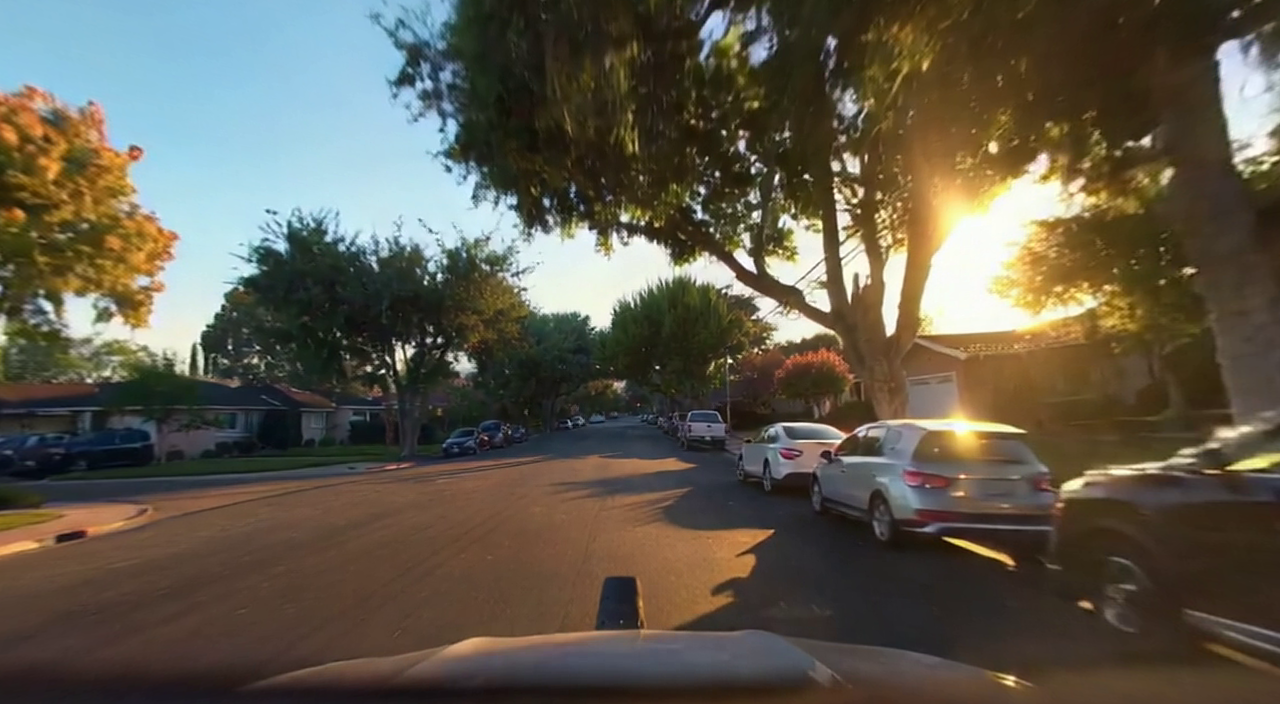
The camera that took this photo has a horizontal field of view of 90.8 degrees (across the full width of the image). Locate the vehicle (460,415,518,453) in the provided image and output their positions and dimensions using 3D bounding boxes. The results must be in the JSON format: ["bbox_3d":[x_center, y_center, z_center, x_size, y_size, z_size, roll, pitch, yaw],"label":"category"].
[{"bbox_3d":[-8.641,4.746,36.583,2.163,1.841,4.679,-6,-7,-1],"label":"vehicle"}]

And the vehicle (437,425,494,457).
[{"bbox_3d":[-8.489,4.371,31.018,1.821,1.476,4.060,0,-8,-3],"label":"vehicle"}]

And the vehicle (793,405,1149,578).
[{"bbox_3d":[3.668,1.615,8.165,2.047,1.598,4.321,0,-8,-3],"label":"vehicle"}]

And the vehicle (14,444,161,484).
[{"bbox_3d":[-22.641,4.556,26.133,1.813,1.499,4.321,-1,-8,8],"label":"vehicle"}]

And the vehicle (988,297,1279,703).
[{"bbox_3d":[3.666,0.655,2.077,2.208,1.863,4.799,0,-8,-1],"label":"vehicle"}]

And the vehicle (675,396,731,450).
[{"bbox_3d":[3.001,3.513,30.885,2.233,2.453,3.787,0,-8,-2],"label":"vehicle"}]
